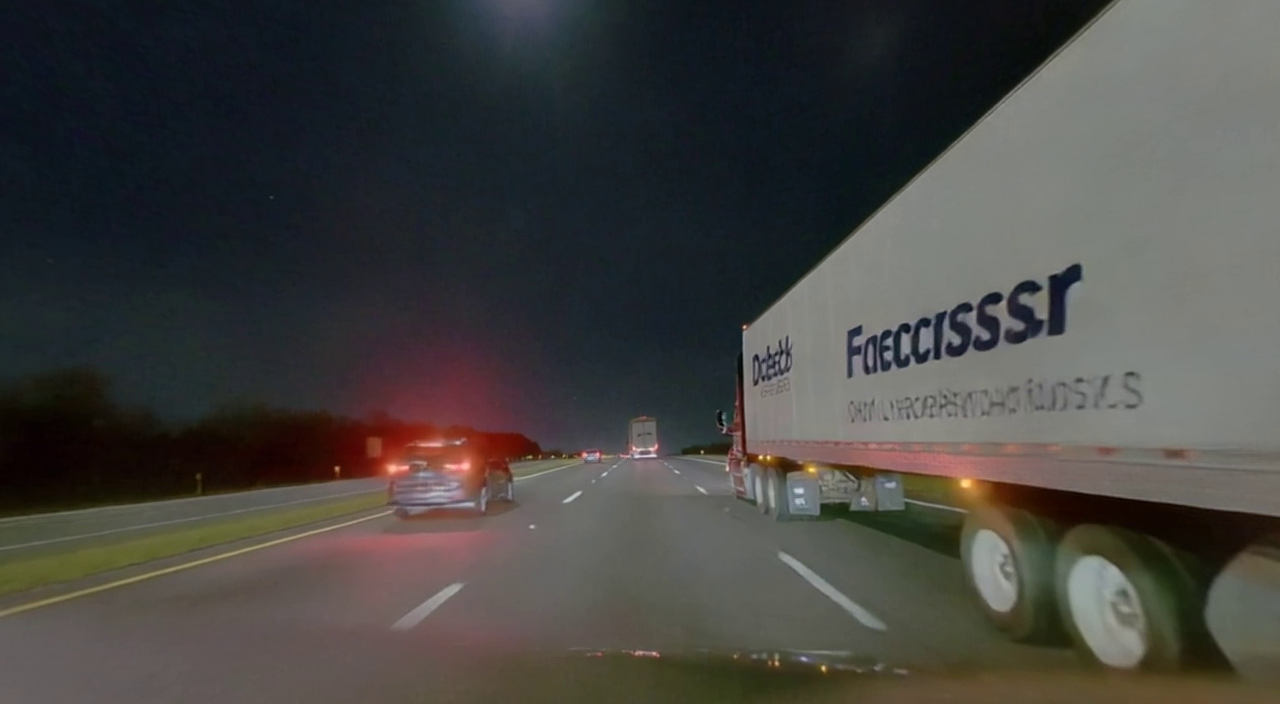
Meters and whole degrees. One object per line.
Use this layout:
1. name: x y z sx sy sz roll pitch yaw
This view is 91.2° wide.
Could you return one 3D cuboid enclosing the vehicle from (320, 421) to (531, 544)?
1. vehicle: -3.368 2.155 10.926 2.160 1.691 4.243 0 -9 0
